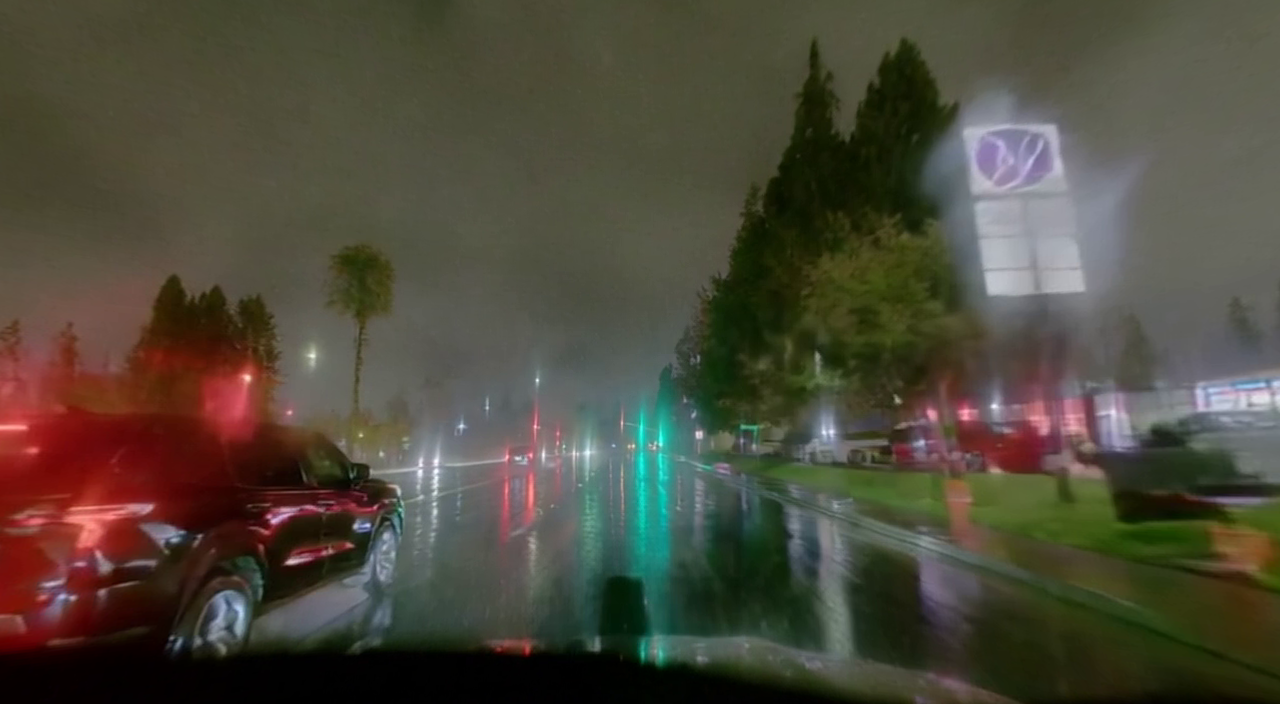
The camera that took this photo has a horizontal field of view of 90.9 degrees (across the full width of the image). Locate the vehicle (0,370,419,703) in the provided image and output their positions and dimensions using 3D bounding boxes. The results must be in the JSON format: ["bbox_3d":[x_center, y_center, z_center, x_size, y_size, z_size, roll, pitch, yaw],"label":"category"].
[{"bbox_3d":[-3.461,1.200,4.659,2.127,1.654,4.121,0,-8,0],"label":"vehicle"}]

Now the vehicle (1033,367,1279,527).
[{"bbox_3d":[8.683,1.289,8.657,5.031,1.951,2.184,-3,-9,16],"label":"vehicle"}]

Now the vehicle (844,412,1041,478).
[{"bbox_3d":[9.167,2.854,19.440,4.978,1.874,2.079,0,-8,-2],"label":"vehicle"}]

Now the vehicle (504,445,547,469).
[{"bbox_3d":[-7.377,6.795,41.132,1.990,1.483,4.410,0,-8,0],"label":"vehicle"}]
